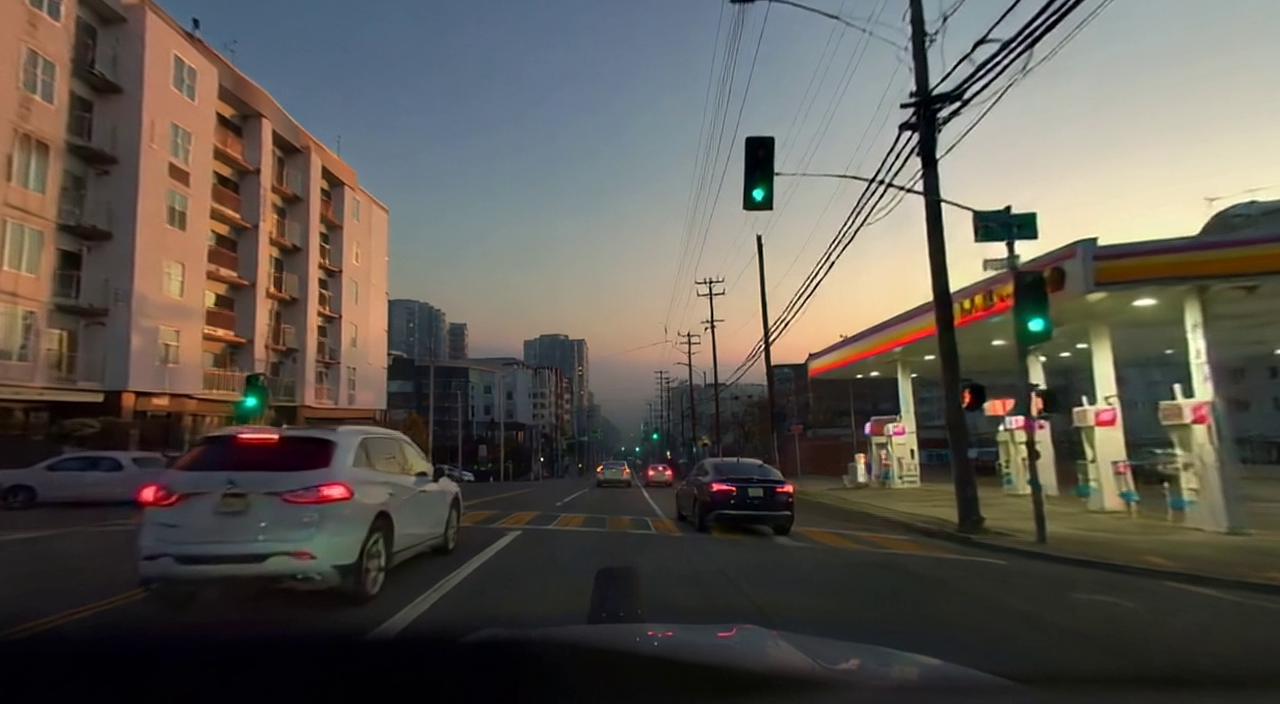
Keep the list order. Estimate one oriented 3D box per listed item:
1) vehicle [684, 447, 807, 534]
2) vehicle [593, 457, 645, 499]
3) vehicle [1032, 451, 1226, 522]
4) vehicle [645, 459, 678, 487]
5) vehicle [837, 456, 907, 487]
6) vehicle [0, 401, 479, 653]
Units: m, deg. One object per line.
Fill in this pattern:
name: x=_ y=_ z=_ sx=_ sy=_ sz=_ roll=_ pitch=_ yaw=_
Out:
vehicle: x=2.245 y=3.061 z=14.656 sx=1.945 sy=1.647 sz=4.160 roll=0 pitch=-8 yaw=-3
vehicle: x=-0.830 y=5.177 z=26.338 sx=1.999 sy=1.487 sz=3.939 roll=0 pitch=-8 yaw=-1
vehicle: x=12.257 y=3.297 z=15.880 sx=4.048 sy=1.539 sz=1.820 roll=3 pitch=-9 yaw=-19
vehicle: x=1.451 y=8.380 z=44.028 sx=1.953 sy=1.687 sz=4.094 roll=0 pitch=-8 yaw=-2
vehicle: x=12.883 y=6.650 z=35.471 sx=1.846 sy=1.480 sz=4.649 roll=0 pitch=-8 yaw=-5
vehicle: x=-3.354 y=1.511 z=6.623 sx=2.221 sy=1.706 sz=4.451 roll=0 pitch=-8 yaw=-1
